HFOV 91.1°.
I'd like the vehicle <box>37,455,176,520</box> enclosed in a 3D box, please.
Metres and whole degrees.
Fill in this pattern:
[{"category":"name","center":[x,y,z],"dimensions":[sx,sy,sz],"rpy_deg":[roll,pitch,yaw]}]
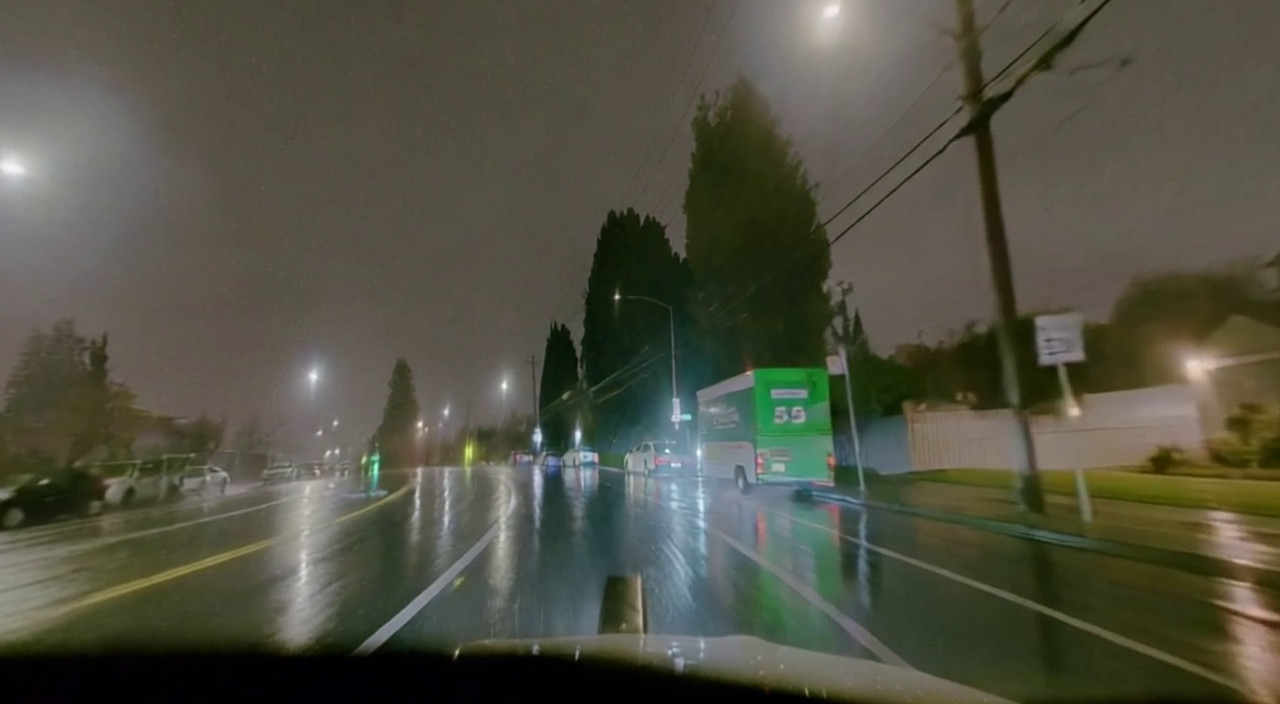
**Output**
[{"category":"vehicle","center":[-18.041,4.516,21.507],"dimensions":[1.898,1.838,4.072],"rpy_deg":[0,-8,-14]}]

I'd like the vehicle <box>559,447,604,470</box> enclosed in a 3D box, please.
[{"category":"vehicle","center":[-4.087,7.336,43.436],"dimensions":[2.041,1.520,4.674],"rpy_deg":[3,-9,-18]}]

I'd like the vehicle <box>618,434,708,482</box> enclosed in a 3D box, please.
[{"category":"vehicle","center":[0.831,4.639,27.867],"dimensions":[2.251,1.868,6.178],"rpy_deg":[2,-9,-15]}]

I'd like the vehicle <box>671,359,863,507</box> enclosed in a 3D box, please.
[{"category":"vehicle","center":[3.086,2.389,18.095],"dimensions":[2.918,3.319,7.595],"rpy_deg":[1,-9,-9]}]

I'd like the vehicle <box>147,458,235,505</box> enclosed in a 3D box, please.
[{"category":"vehicle","center":[-20.247,5.800,28.500],"dimensions":[1.934,1.733,3.921],"rpy_deg":[-1,-8,-15]}]

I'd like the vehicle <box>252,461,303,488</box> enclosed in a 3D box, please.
[{"category":"vehicle","center":[-24.433,8.228,42.486],"dimensions":[1.949,1.456,4.497],"rpy_deg":[2,-7,-17]}]
